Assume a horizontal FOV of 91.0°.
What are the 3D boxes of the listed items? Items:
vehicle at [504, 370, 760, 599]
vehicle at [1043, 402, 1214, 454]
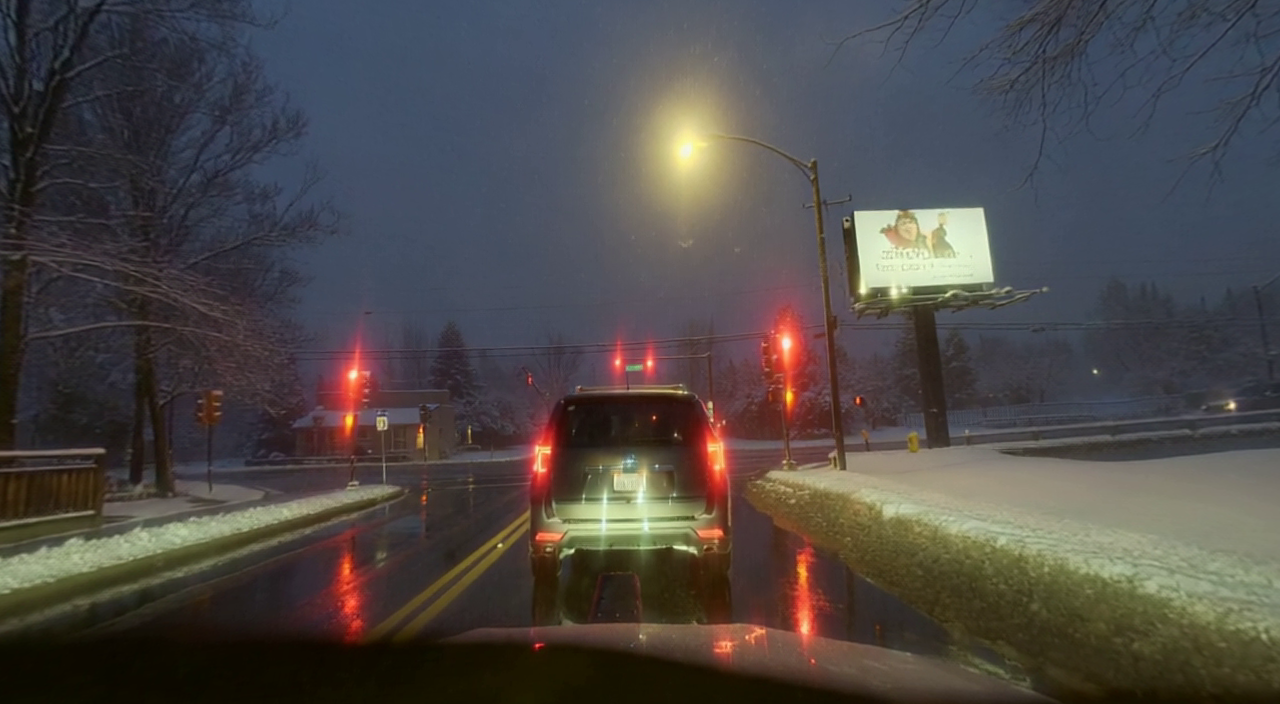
[{"bbox_3d":[-0.058,1.384,7.289,2.142,1.904,3.816,-1,-8,0],"label":"vehicle"},{"bbox_3d":[15.285,2.441,19.924,3.750,1.502,1.781,-2,-8,13],"label":"vehicle"}]
